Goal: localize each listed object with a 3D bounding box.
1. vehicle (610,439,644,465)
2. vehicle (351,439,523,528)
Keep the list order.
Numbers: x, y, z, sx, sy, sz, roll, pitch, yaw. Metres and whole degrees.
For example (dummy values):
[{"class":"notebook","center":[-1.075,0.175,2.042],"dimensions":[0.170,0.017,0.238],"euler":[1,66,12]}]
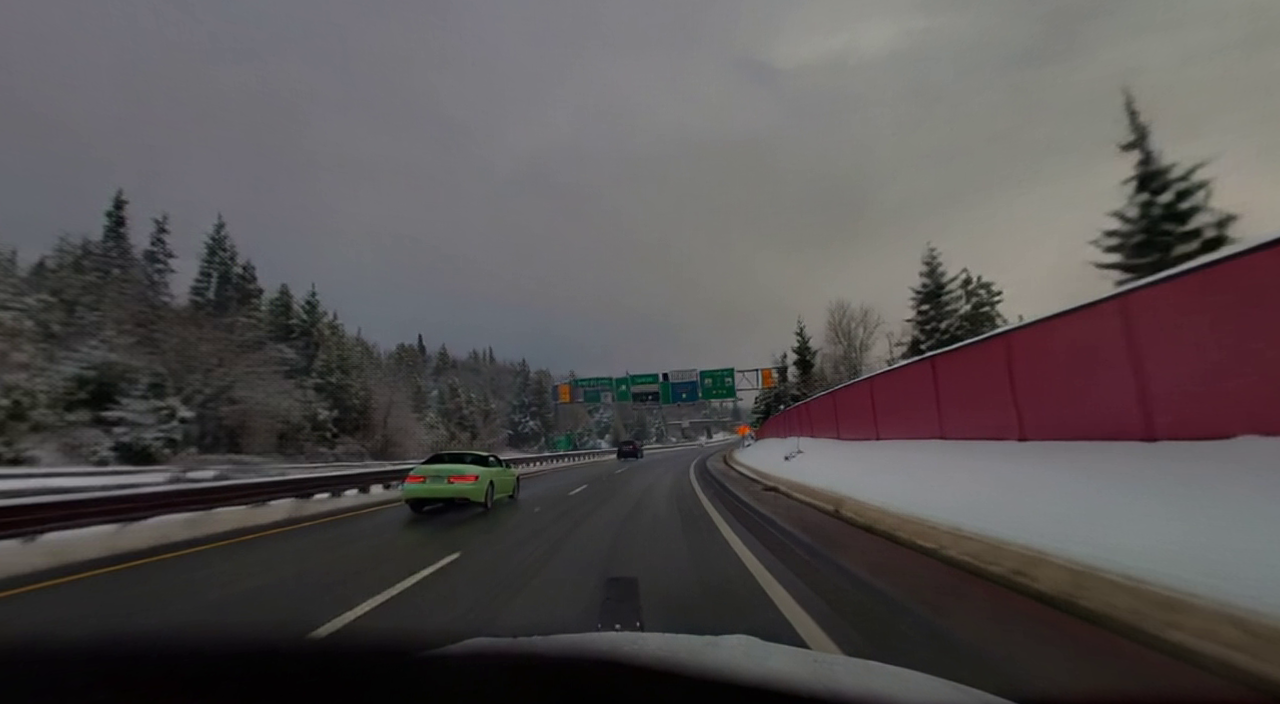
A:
[{"class":"vehicle","center":[-0.864,6.912,43.623],"dimensions":[1.833,1.697,3.984],"euler":[-1,-9,7]},{"class":"vehicle","center":[-3.673,2.447,12.353],"dimensions":[1.746,1.405,4.339],"euler":[-1,-9,3]}]
